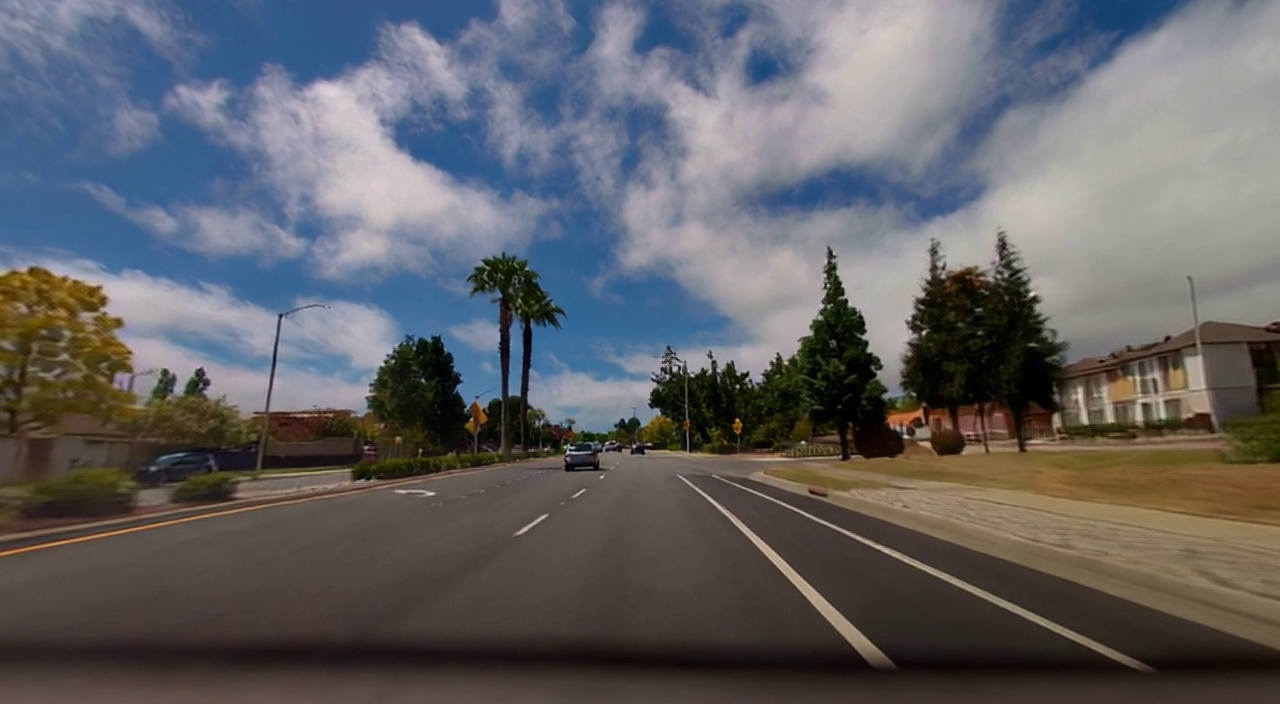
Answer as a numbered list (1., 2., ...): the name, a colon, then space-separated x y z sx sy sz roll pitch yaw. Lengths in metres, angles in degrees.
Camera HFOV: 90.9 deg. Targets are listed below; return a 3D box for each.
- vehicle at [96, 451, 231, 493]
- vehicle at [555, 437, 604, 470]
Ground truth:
1. vehicle: -18.589 4.667 24.902 1.980 1.423 4.465 0 -8 -3
2. vehicle: -2.995 5.154 32.201 2.075 1.498 4.730 -1 -8 -1
